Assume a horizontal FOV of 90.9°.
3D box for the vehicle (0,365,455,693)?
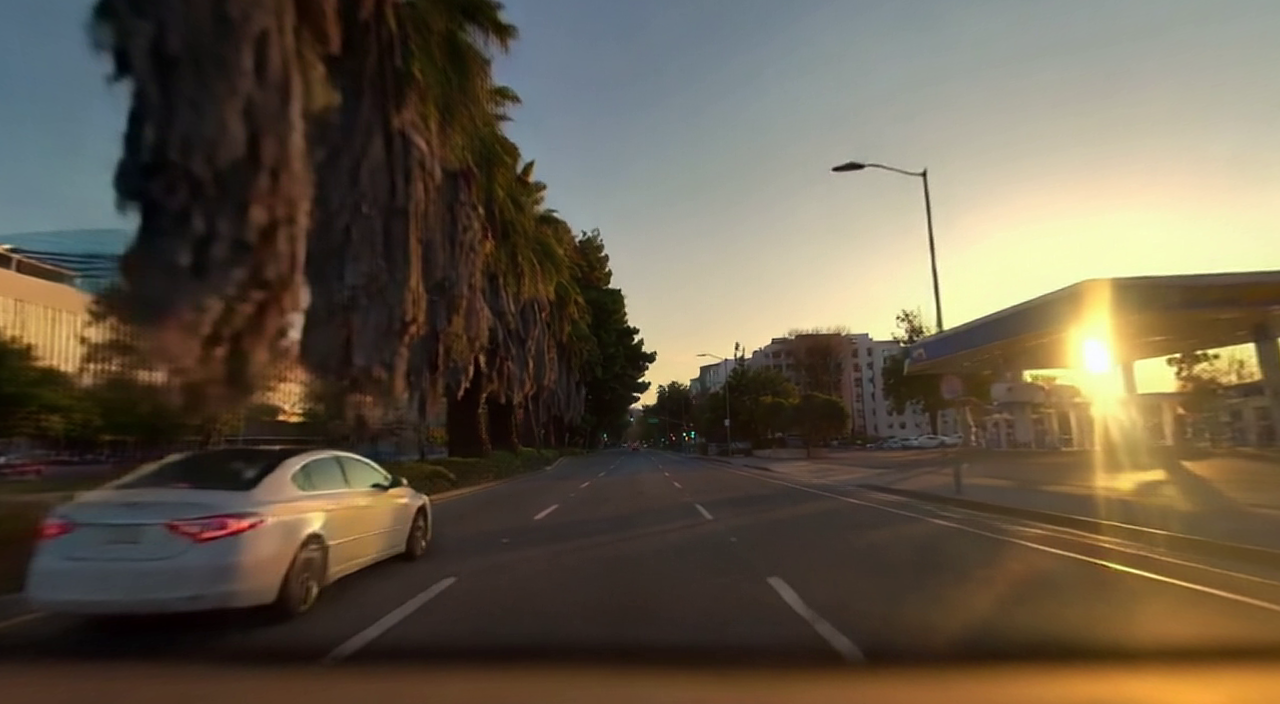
[{"bbox_3d":[-3.380,1.281,5.714,2.011,1.756,4.478,-1,-8,0],"label":"vehicle"}]
